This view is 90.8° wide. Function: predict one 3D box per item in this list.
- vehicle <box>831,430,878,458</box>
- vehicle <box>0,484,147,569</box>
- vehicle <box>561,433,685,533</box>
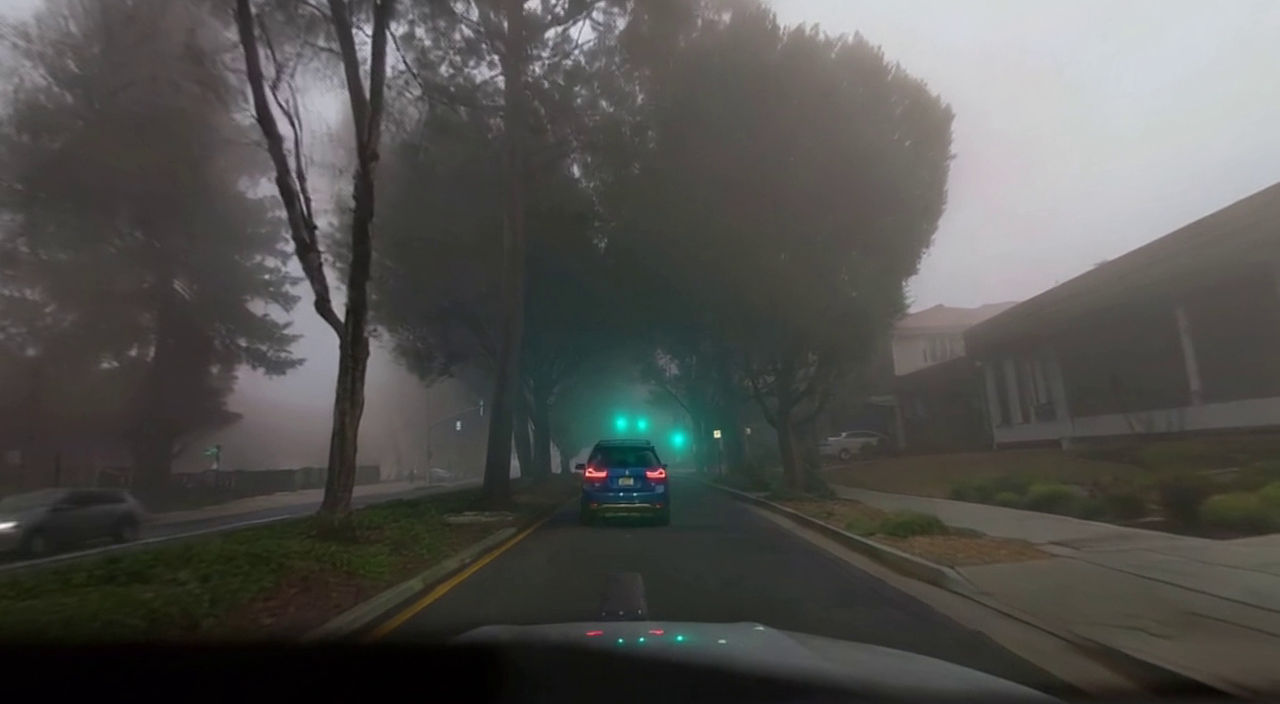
[{"bbox_3d":[16.092,6.953,47.684,2.039,1.990,5.111,-1,-9,3],"label":"vehicle"},{"bbox_3d":[-15.640,4.464,16.643,1.785,1.699,4.328,0,-9,0],"label":"vehicle"},{"bbox_3d":[-0.341,2.582,13.007,2.136,1.703,3.910,0,-9,-1],"label":"vehicle"}]
